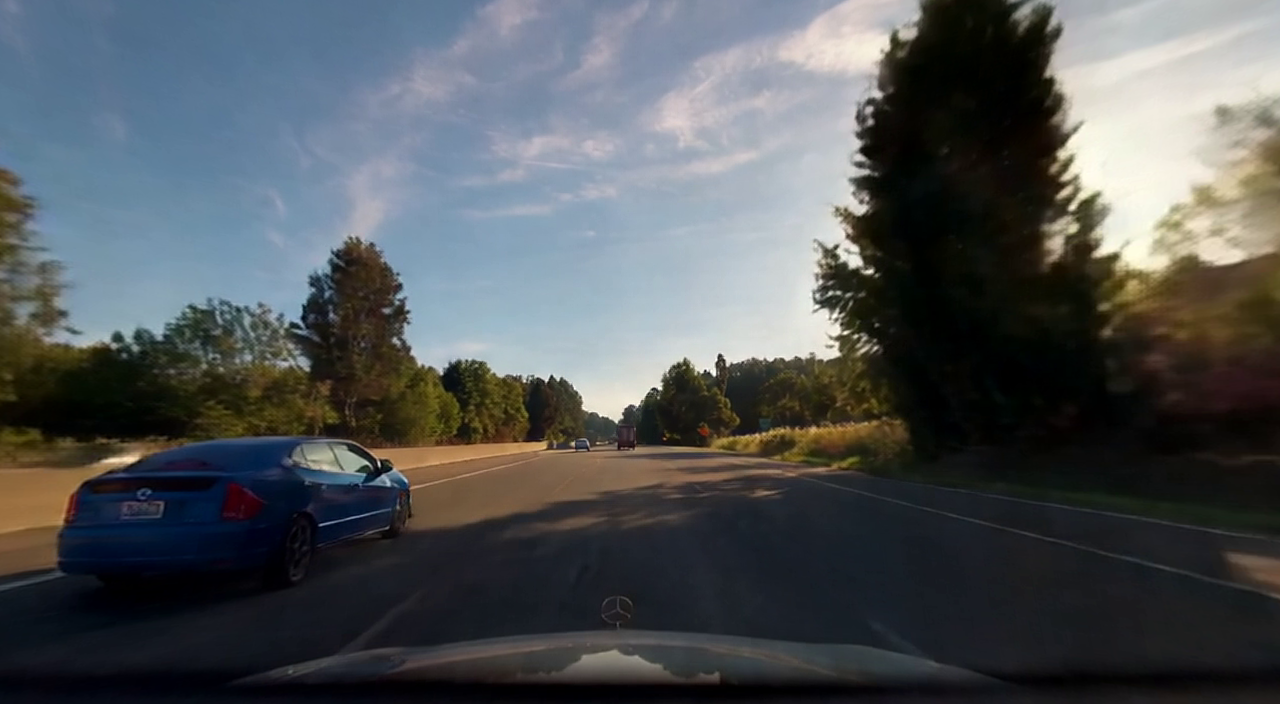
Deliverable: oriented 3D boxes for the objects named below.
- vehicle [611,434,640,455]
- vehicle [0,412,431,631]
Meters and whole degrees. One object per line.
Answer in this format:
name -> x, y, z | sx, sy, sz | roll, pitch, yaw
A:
vehicle -> -1.105, 7.295, 49.812 | 2.162, 1.616, 4.242 | 0, -8, -1
vehicle -> -3.786, 1.441, 6.426 | 1.931, 1.483, 4.105 | 0, -8, -1
